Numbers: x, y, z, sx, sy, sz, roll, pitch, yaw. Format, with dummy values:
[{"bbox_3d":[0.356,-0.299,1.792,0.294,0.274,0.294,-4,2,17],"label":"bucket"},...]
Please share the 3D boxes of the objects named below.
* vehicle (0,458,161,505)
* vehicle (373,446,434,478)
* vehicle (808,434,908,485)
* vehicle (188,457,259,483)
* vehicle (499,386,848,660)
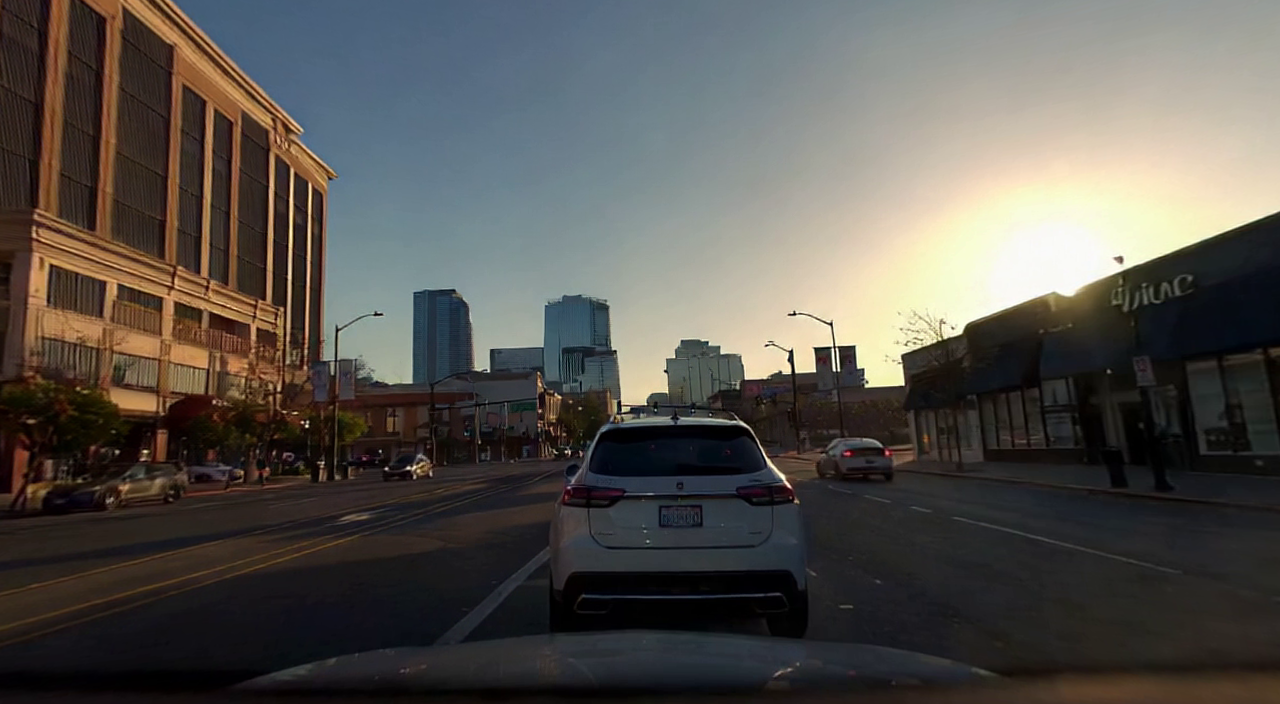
[{"bbox_3d":[-22.516,5.155,25.439,4.608,1.659,1.981,4,-9,-24],"label":"vehicle"},{"bbox_3d":[-13.361,6.228,35.915,1.965,1.695,4.284,0,-8,-2],"label":"vehicle"},{"bbox_3d":[7.146,3.557,21.192,1.900,1.507,4.151,0,-8,1],"label":"vehicle"},{"bbox_3d":[-27.879,7.876,42.380,1.861,1.578,4.152,0,-8,1],"label":"vehicle"},{"bbox_3d":[0.206,1.332,5.878,2.125,1.669,3.880,0,-8,0],"label":"vehicle"}]
